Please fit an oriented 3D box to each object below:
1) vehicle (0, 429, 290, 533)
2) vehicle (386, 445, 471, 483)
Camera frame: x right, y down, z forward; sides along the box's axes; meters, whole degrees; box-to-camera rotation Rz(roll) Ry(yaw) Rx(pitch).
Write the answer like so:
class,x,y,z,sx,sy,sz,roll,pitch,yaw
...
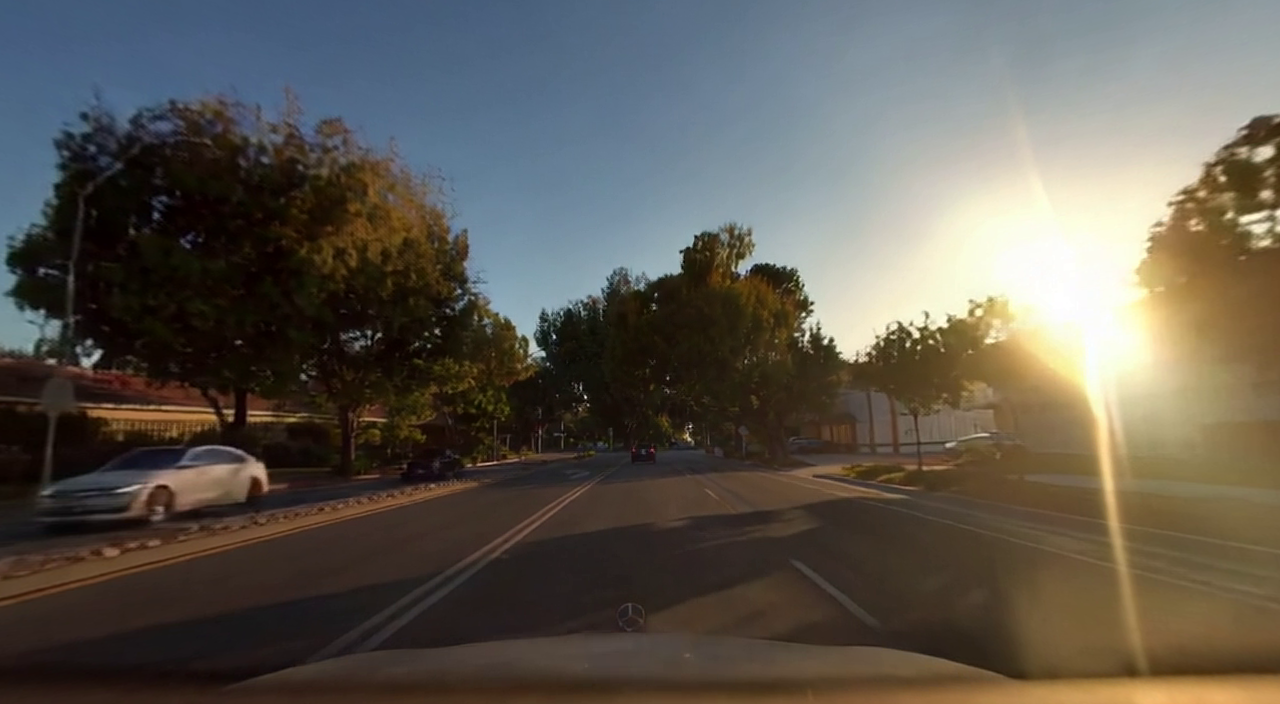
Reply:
class,x,y,z,sx,sy,sz,roll,pitch,yaw
vehicle,-9.910,2.578,13.283,2.230,1.777,4.797,0,-8,1
vehicle,-8.923,4.753,27.004,1.946,1.470,4.443,0,-8,2
